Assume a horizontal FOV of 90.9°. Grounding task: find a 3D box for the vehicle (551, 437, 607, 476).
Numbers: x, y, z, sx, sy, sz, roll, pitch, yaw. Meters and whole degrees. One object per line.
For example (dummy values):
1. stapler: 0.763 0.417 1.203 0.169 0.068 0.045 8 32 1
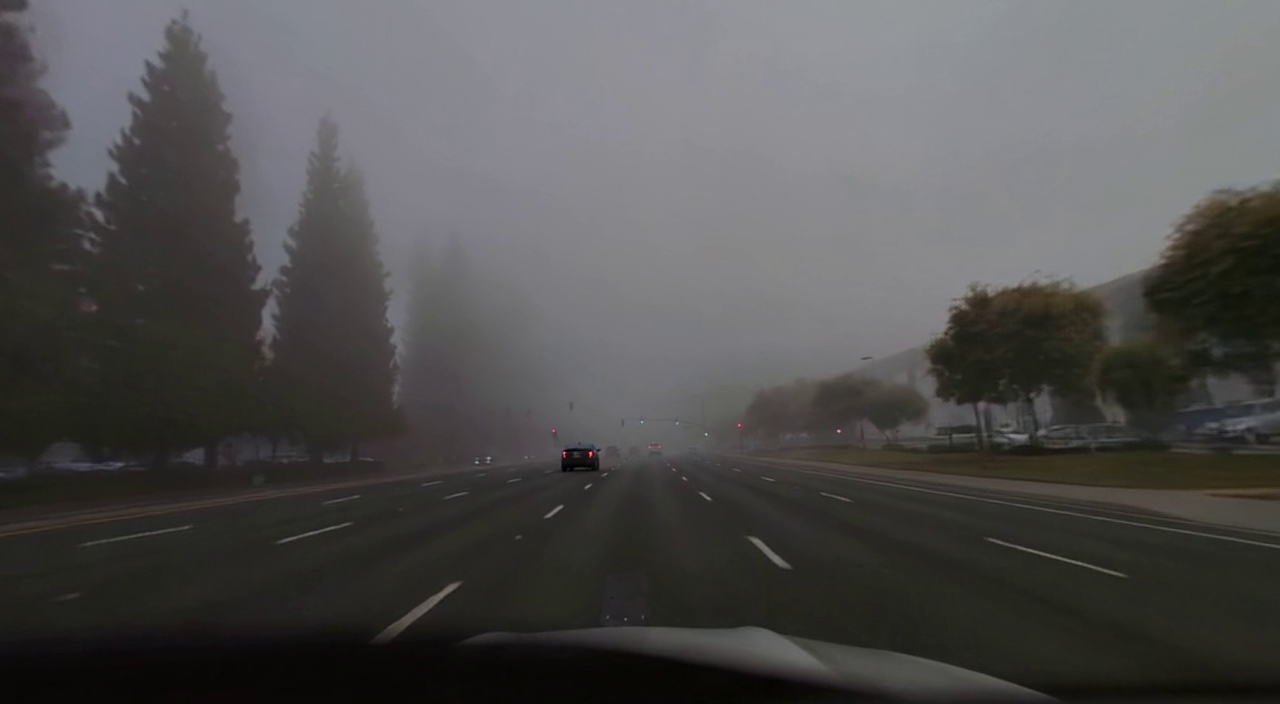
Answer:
1. vehicle: -2.737 4.846 29.437 2.121 1.656 4.559 0 -8 1
